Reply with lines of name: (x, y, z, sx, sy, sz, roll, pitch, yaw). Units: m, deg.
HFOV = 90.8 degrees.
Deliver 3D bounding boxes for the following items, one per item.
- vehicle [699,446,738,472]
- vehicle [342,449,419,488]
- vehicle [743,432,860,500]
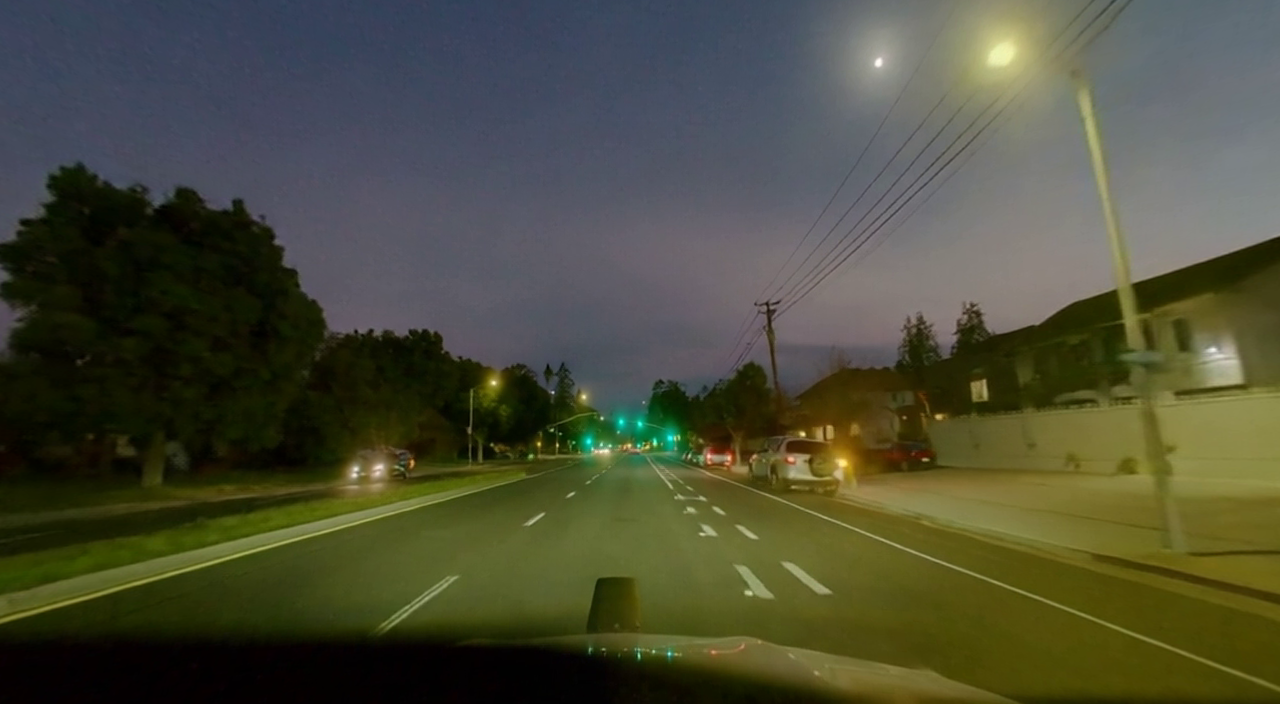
vehicle: (4.774, 6.548, 38.901, 1.875, 1.540, 3.402, 0, -8, -1)
vehicle: (-12.379, 5.538, 30.412, 1.939, 1.537, 4.197, -3, -7, 0)
vehicle: (4.721, 3.411, 19.326, 2.180, 1.782, 4.790, 0, -8, -1)
